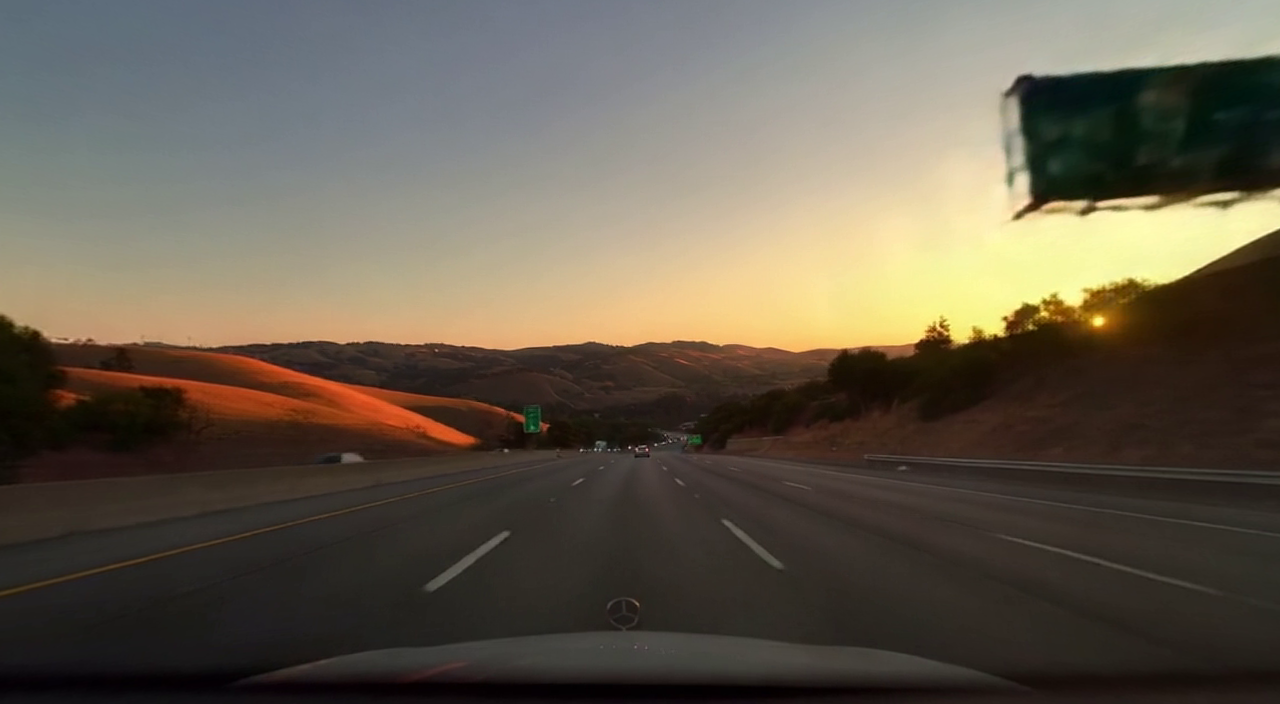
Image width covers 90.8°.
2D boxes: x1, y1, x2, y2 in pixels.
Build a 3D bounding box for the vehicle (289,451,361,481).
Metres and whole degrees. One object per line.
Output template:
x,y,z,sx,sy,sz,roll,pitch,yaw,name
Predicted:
-19.463,7.041,39.255,2.025,1.633,4.820,0,-8,0,vehicle
